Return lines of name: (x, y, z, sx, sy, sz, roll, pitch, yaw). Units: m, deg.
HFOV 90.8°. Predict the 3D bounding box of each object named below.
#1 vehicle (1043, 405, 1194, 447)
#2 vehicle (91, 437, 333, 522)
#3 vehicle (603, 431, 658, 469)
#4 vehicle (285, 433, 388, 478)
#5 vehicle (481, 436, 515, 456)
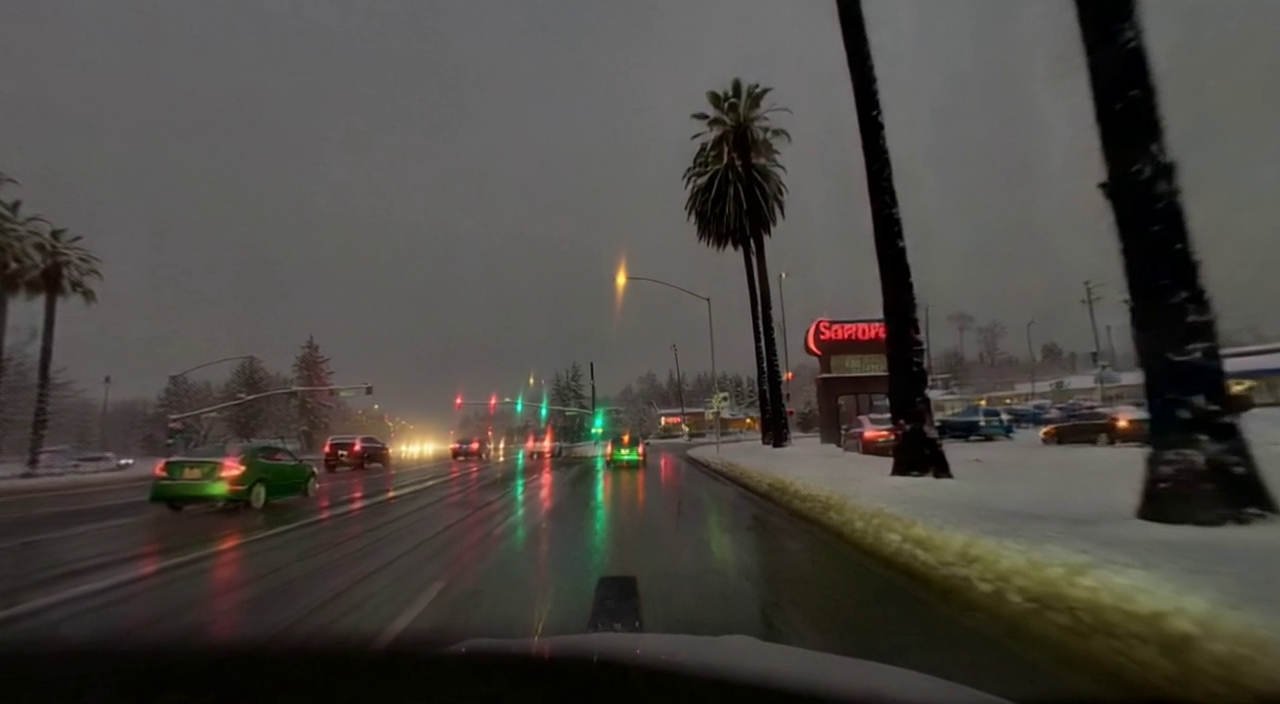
vehicle: (18.399, 2.940, 24.630, 1.882, 1.463, 4.550, 1, -9, -9)
vehicle: (-8.566, 2.535, 13.304, 1.958, 1.455, 4.504, 0, -8, 0)
vehicle: (-0.325, 4.240, 27.590, 2.070, 1.493, 4.570, -1, -8, 3)
vehicle: (-12.358, 4.218, 26.169, 2.108, 1.669, 5.076, 0, -8, -5)
vehicle: (-10.947, 7.248, 48.810, 1.905, 1.482, 4.463, 0, -8, -4)
